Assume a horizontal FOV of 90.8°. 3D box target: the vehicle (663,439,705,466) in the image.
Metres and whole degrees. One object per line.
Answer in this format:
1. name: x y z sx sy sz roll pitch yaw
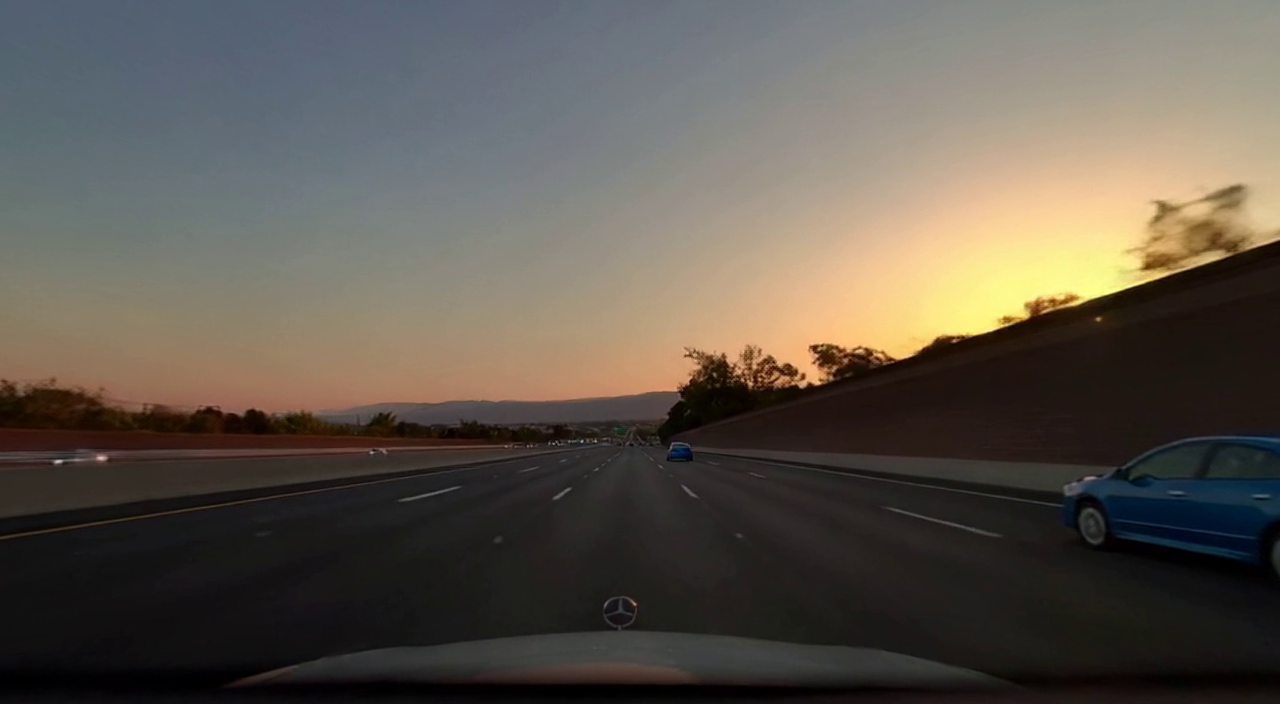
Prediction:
1. vehicle: 2.702 6.323 39.874 2.270 1.615 3.770 0 -8 -1

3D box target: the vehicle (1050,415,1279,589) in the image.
1. vehicle: 6.791 1.412 6.148 2.227 1.522 5.041 0 -8 0

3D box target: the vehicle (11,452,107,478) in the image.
1. vehicle: -35.997 6.970 39.303 1.999 1.489 4.209 0 -8 0
